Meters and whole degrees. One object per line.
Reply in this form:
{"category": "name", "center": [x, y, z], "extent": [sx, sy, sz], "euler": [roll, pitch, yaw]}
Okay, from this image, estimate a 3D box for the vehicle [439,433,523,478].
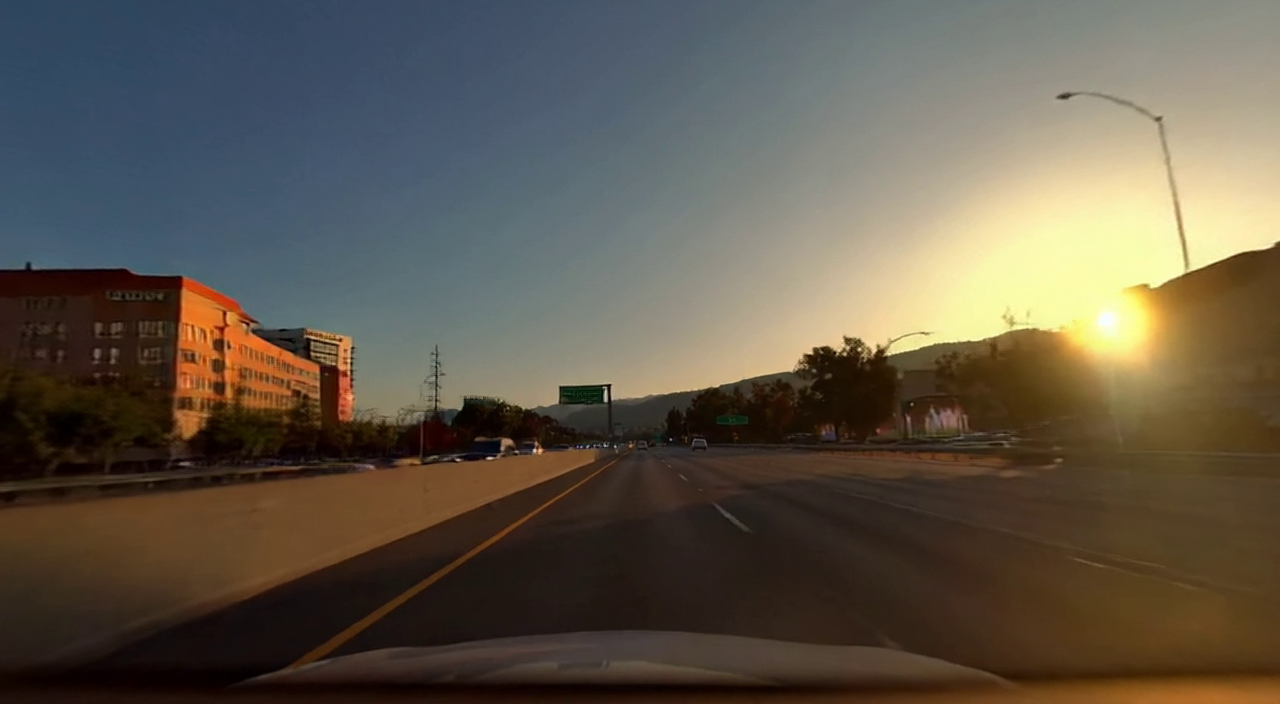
{"category": "vehicle", "center": [-7.166, 4.747, 29.159], "extent": [2.266, 1.823, 5.768], "euler": [0, -8, 1]}
